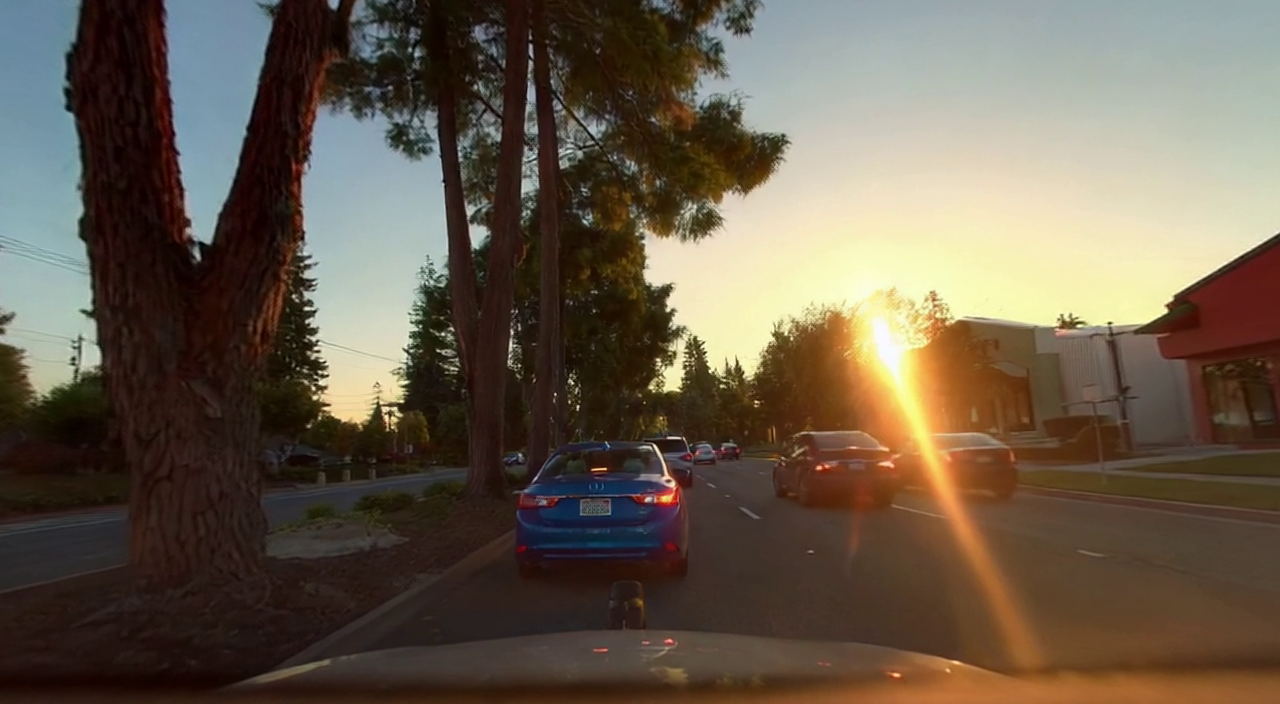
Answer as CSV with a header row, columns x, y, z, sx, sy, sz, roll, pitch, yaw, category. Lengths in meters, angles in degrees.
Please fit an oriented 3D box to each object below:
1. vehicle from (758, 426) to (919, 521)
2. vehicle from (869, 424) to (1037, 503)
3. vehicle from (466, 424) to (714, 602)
x,y,z,sx,sy,sz,roll,pitch,yaw,category
3.870,2.446,13.158,1.971,1.637,4.317,0,-9,0,vehicle
7.753,2.806,16.158,2.064,1.747,4.372,0,-9,1,vehicle
-0.431,1.679,7.439,2.111,1.506,4.018,0,-8,0,vehicle
